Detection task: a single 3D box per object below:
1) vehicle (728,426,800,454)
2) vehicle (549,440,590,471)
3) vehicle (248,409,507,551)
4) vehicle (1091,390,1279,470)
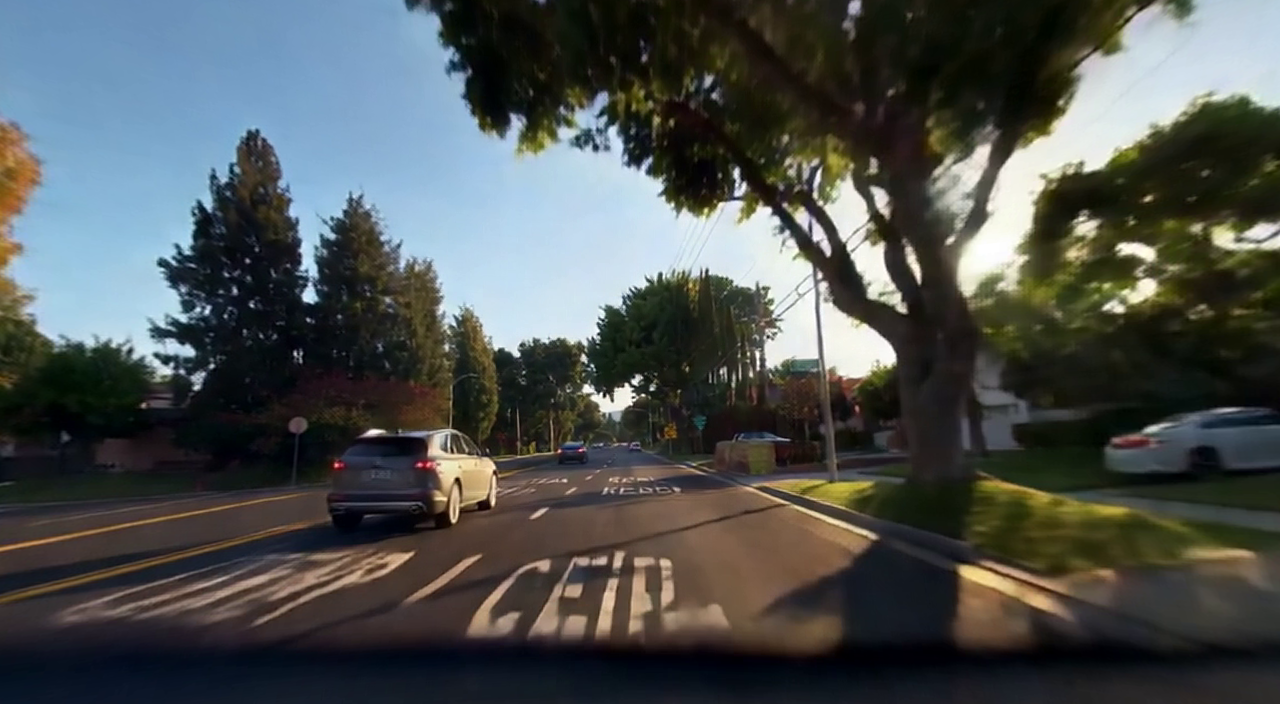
[{"bbox_3d":[9.355,6.699,47.890,4.944,2.023,1.973,0,-8,-3],"label":"vehicle"},{"bbox_3d":[-3.734,5.547,33.932,1.802,1.528,3.490,0,-8,-1],"label":"vehicle"},{"bbox_3d":[-3.784,1.941,10.202,2.190,1.766,4.394,0,-8,2],"label":"vehicle"},{"bbox_3d":[12.352,1.629,13.087,4.411,1.522,2.004,0,-8,-1],"label":"vehicle"}]
